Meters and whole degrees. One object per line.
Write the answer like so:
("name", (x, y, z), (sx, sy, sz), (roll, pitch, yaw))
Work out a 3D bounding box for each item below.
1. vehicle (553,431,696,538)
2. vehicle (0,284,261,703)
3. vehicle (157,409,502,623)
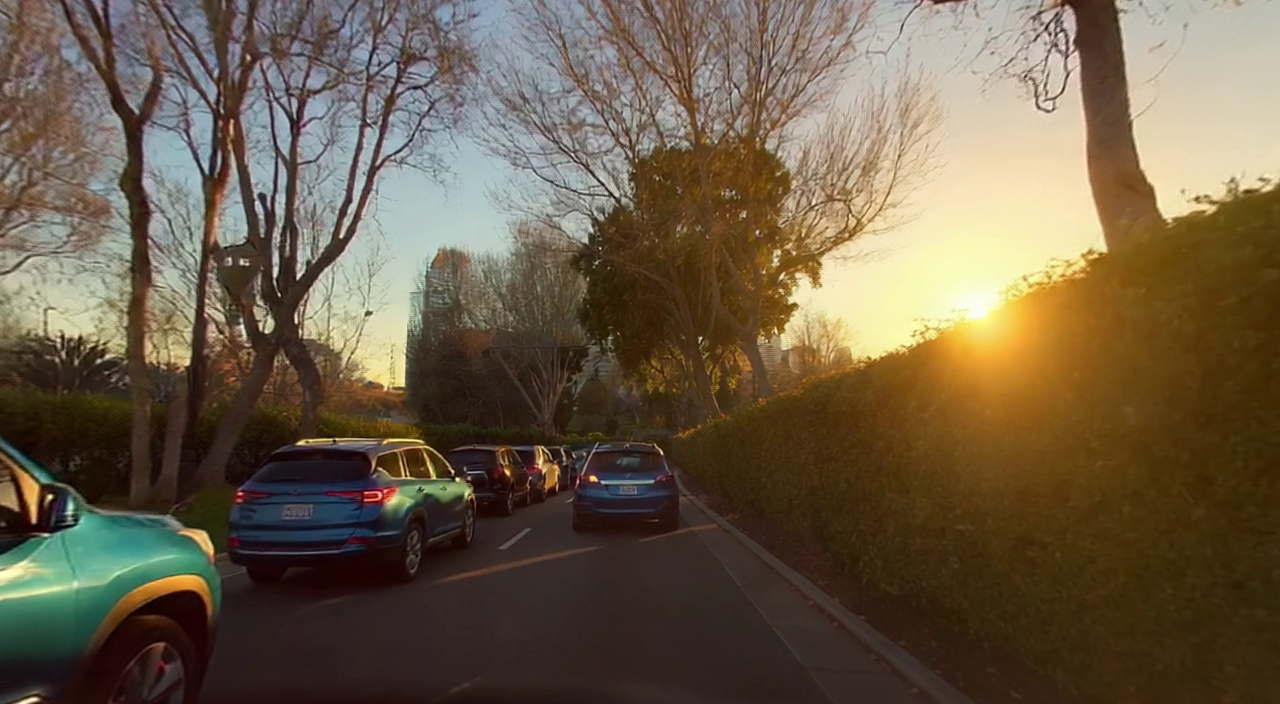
("vehicle", (-0.269, 2.316, 11.537), (2.154, 1.581, 4.007), (0, -9, -1))
("vehicle", (-3.280, 0.644, 1.001), (2.205, 1.913, 5.327), (-5, -8, -2))
("vehicle", (-3.402, 1.832, 8.053), (2.256, 1.728, 4.421), (-6, -8, -2))
